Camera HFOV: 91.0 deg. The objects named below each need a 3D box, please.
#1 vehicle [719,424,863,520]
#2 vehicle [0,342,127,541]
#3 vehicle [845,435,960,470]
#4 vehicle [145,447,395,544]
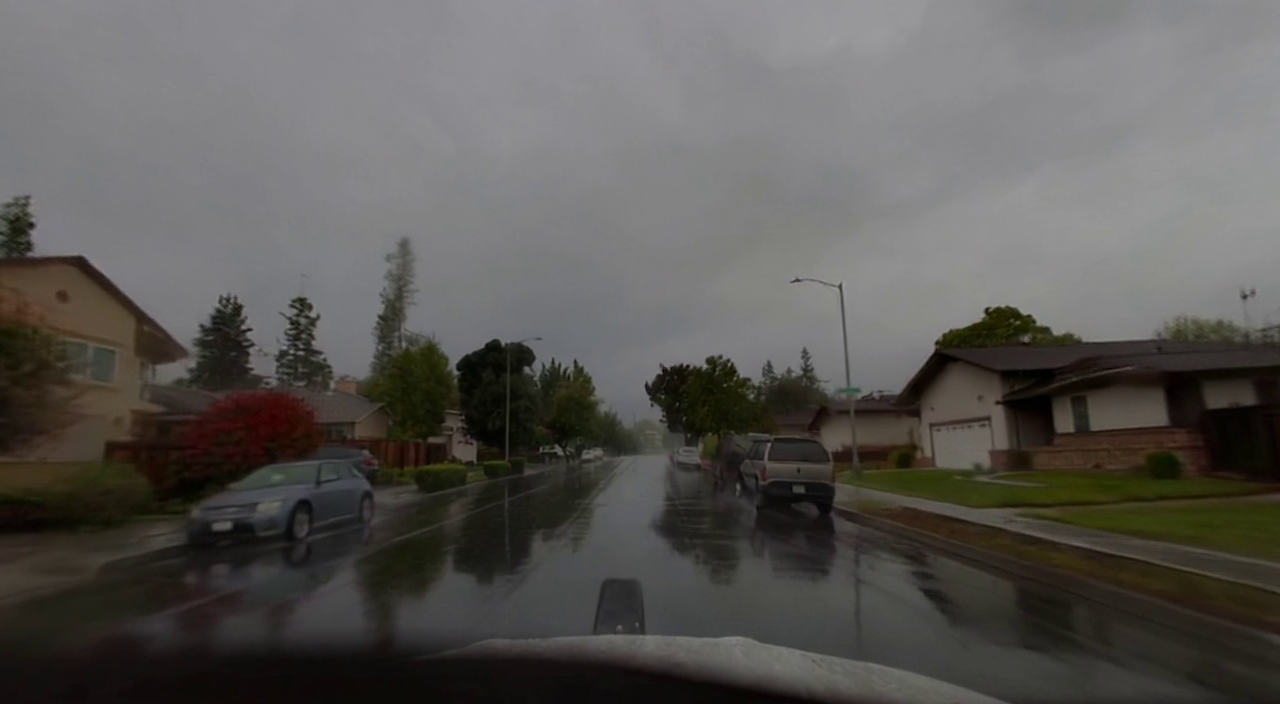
[{"bbox_3d":[3.293,2.740,14.990,2.262,1.870,4.948,0,-8,1],"label":"vehicle"},{"bbox_3d":[-13.799,1.665,11.296,6.585,3.247,3.011,-2,-7,2],"label":"vehicle"},{"bbox_3d":[11.446,4.426,27.717,4.111,1.459,2.214,-1,-8,4],"label":"vehicle"},{"bbox_3d":[-6.762,2.772,12.268,2.071,1.481,4.425,-1,-12,2],"label":"vehicle"}]
